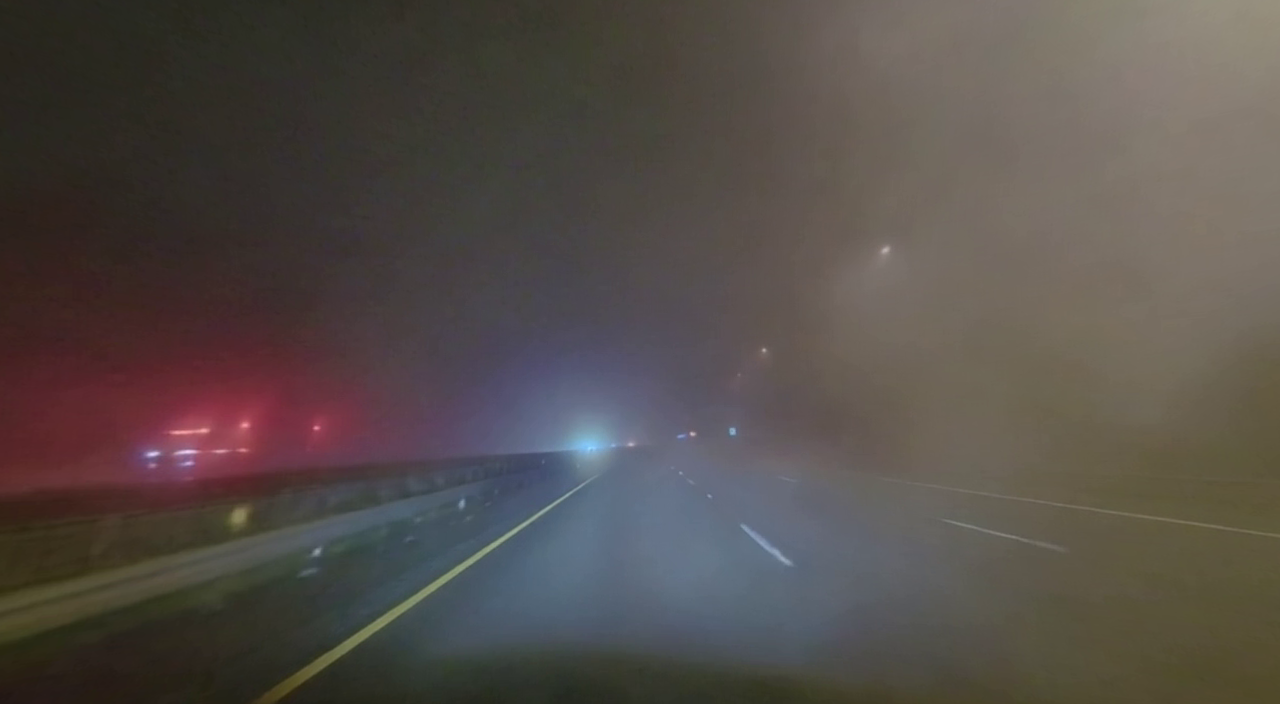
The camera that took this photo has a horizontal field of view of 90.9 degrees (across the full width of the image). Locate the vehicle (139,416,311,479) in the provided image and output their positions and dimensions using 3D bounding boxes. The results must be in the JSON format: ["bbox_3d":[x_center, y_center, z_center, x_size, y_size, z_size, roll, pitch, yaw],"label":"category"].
[{"bbox_3d":[-28.237,6.684,44.349,3.003,3.702,13.656,0,-8,0],"label":"vehicle"}]
